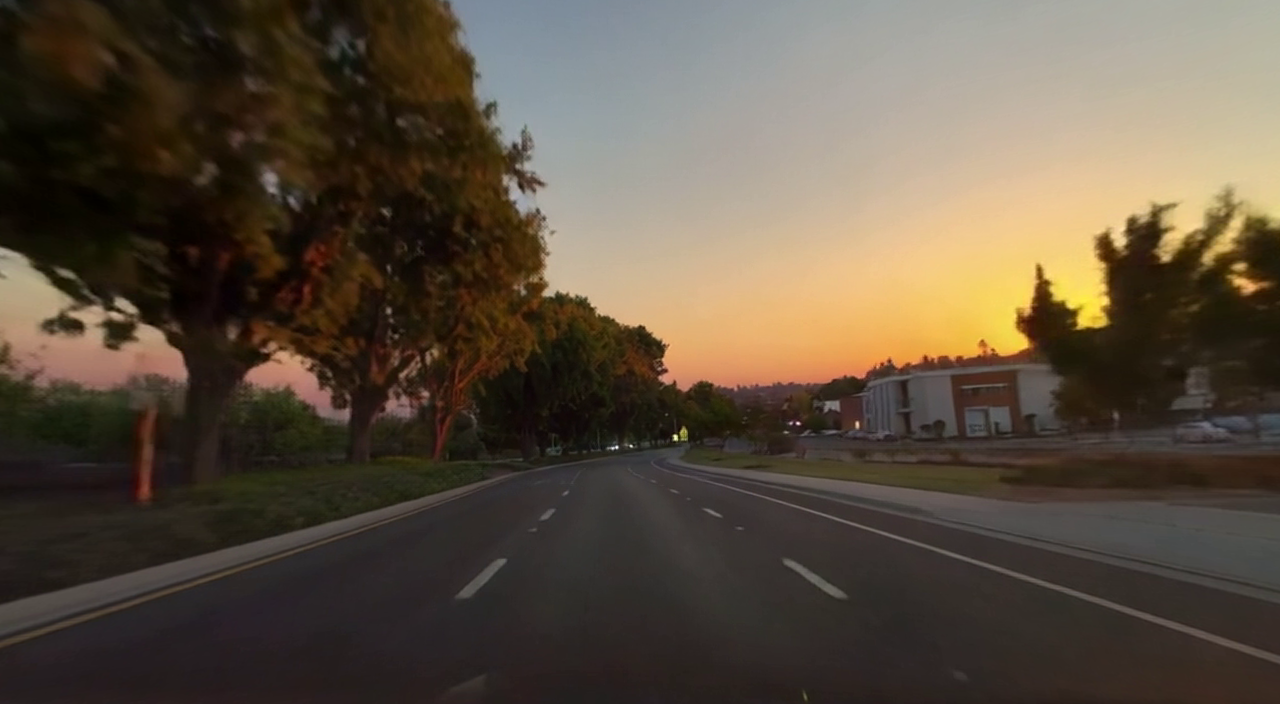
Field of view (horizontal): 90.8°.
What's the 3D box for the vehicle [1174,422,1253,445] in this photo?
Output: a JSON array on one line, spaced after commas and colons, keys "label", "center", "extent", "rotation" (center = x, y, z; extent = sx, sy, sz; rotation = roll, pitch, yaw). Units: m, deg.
[{"label": "vehicle", "center": [42.614, 6.107, 47.088], "extent": [1.788, 1.600, 4.685], "rotation": [-1, -9, 6]}]
